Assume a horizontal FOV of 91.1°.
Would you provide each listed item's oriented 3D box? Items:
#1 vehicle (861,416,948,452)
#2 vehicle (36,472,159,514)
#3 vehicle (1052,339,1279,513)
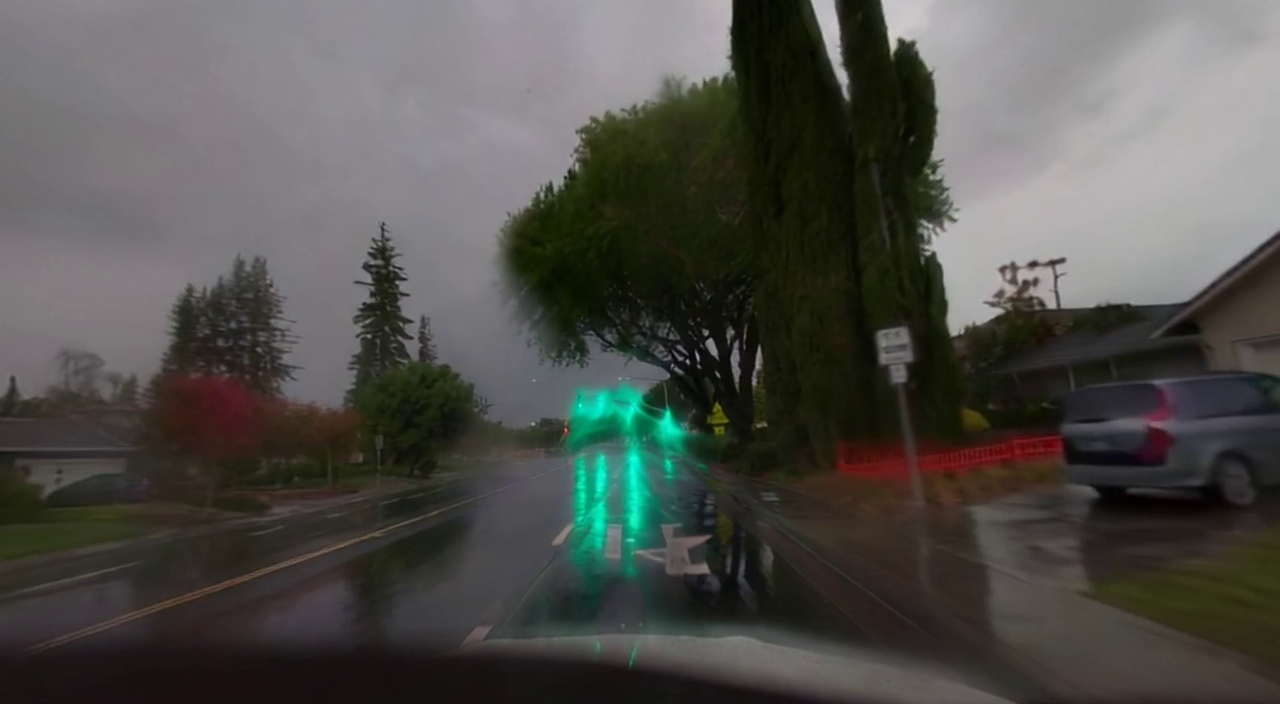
[{"bbox_3d":[14.608,4.560,34.795,3.917,1.454,1.725,-7,-8,0],"label":"vehicle"},{"bbox_3d":[-22.517,5.847,26.276,1.847,1.461,3.659,0,-8,0],"label":"vehicle"},{"bbox_3d":[8.179,1.003,8.291,4.636,1.823,1.997,3,-9,-18],"label":"vehicle"}]
